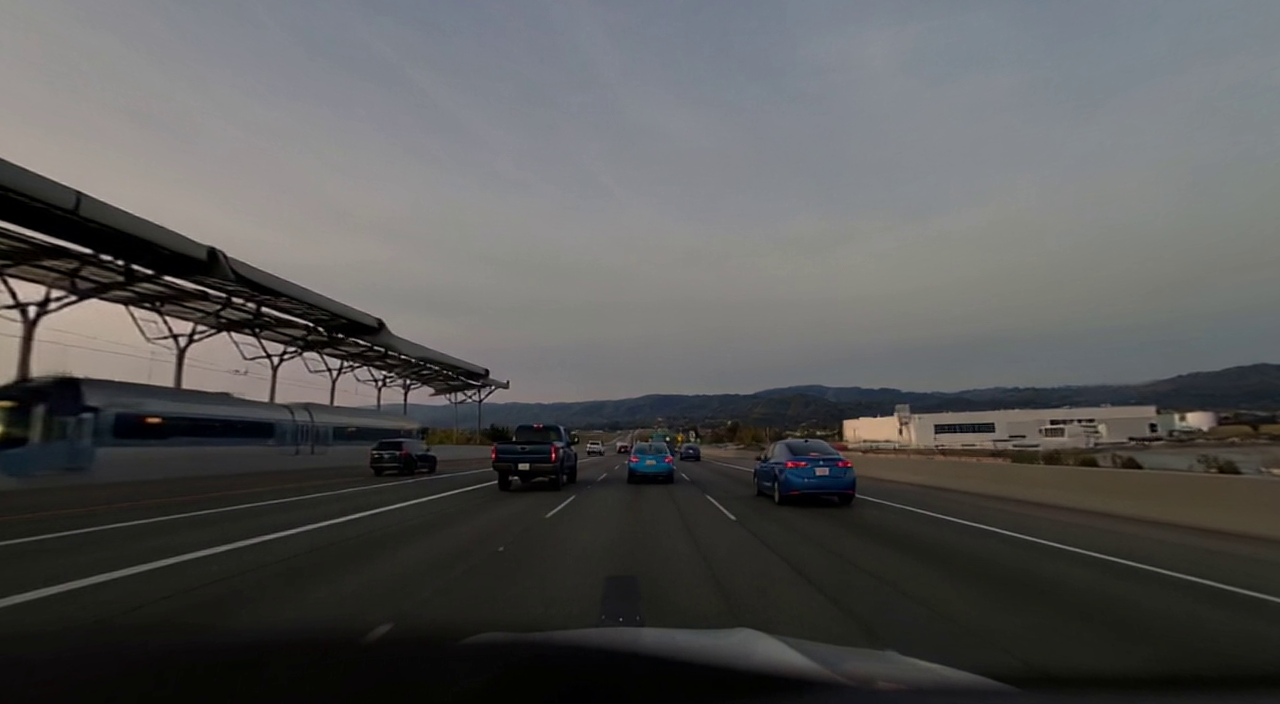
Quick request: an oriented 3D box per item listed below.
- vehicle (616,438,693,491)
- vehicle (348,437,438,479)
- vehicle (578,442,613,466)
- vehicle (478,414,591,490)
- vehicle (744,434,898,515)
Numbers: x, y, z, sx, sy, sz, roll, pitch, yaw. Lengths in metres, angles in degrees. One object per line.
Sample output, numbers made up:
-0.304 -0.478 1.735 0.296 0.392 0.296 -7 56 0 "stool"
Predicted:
0.397 3.510 19.957 2.171 1.493 4.081 0 -8 0 "vehicle"
-10.933 4.720 28.308 2.137 1.728 4.665 0 -8 0 "vehicle"
-3.150 7.284 45.348 2.151 1.613 4.786 0 -8 1 "vehicle"
-3.381 3.450 22.020 2.733 2.230 6.820 0 -8 0 "vehicle"
3.816 2.674 14.315 2.023 1.510 4.773 0 -8 -1 "vehicle"
